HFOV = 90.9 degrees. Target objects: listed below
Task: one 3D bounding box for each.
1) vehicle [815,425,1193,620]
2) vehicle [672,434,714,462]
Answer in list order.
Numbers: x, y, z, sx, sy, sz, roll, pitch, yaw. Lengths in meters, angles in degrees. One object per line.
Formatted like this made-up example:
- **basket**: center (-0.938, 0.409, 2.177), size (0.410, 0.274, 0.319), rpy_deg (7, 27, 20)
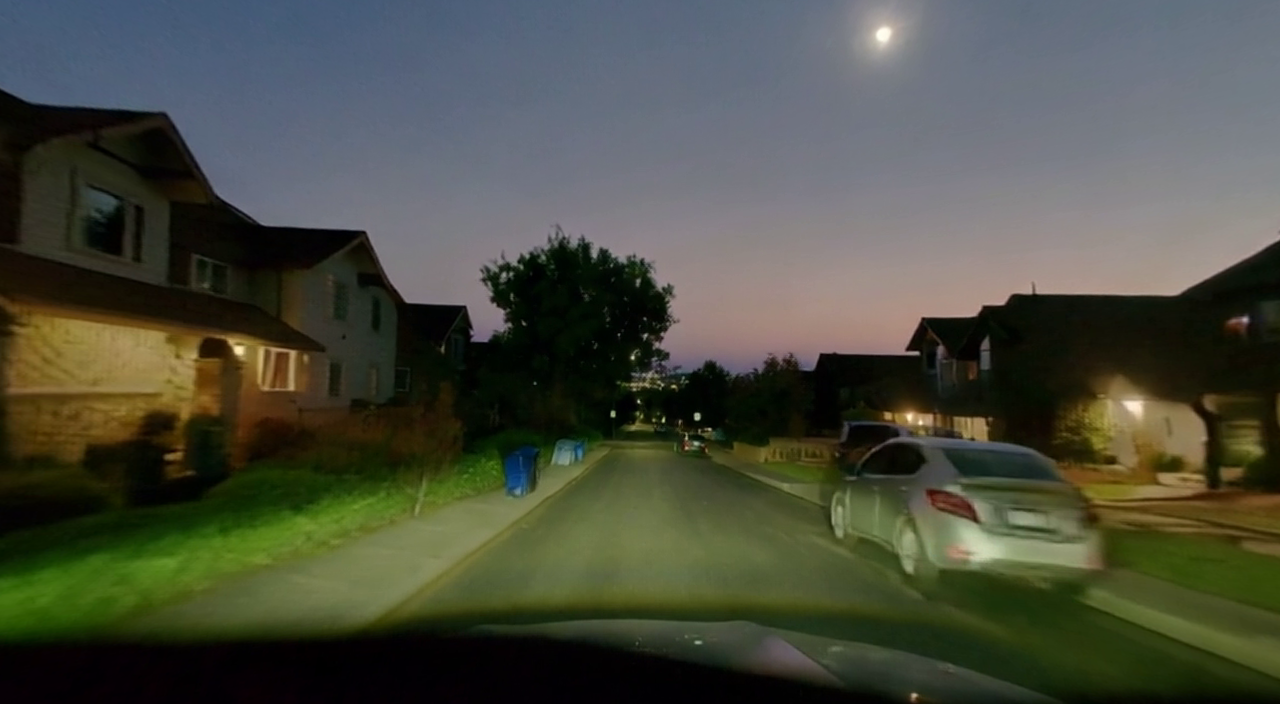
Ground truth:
- **vehicle**: center (3.353, 1.561, 6.815), size (1.838, 1.496, 3.735), rpy_deg (0, -7, 0)
- **vehicle**: center (3.077, 5.607, 37.126), size (1.955, 1.498, 4.046), rpy_deg (0, -7, -3)
